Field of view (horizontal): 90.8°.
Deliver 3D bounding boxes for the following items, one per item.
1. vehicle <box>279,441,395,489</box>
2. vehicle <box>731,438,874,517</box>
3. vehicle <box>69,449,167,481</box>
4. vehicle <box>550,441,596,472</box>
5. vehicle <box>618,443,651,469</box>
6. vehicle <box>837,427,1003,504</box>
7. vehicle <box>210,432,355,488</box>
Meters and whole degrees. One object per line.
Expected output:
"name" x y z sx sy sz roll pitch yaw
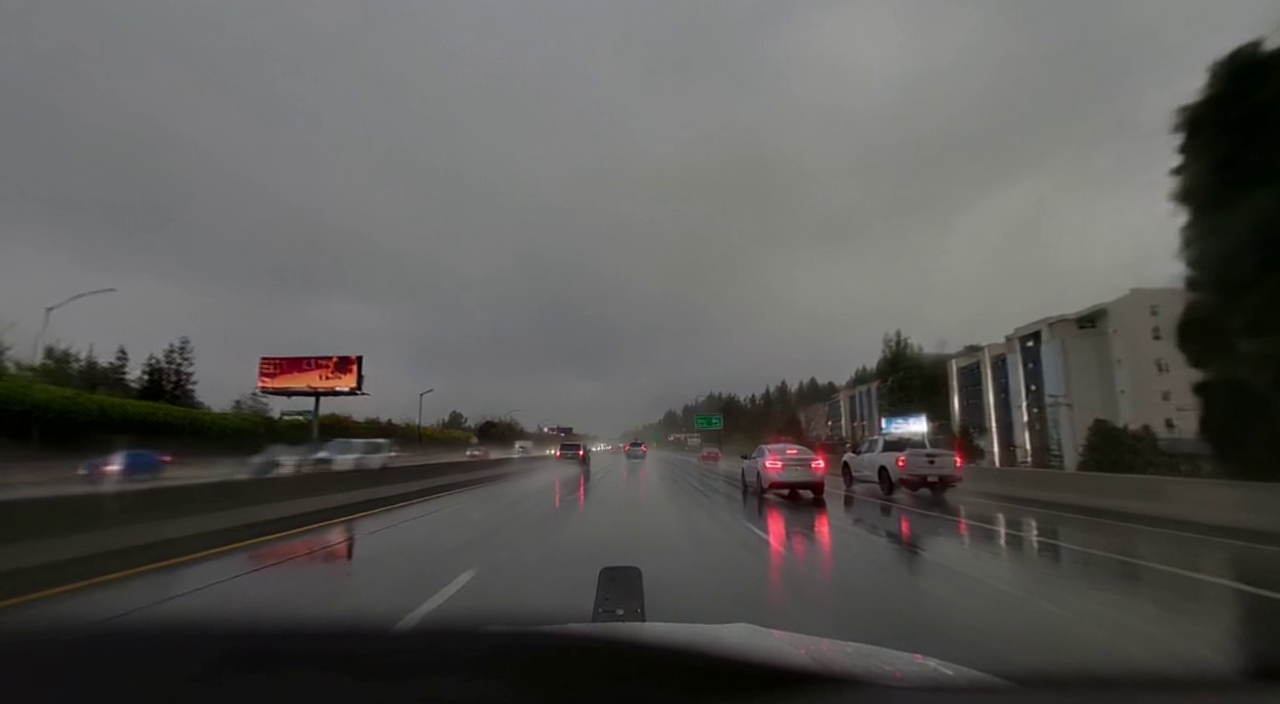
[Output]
"vehicle" -10.874 4.074 23.100 2.064 1.539 4.399 0 -9 0
"vehicle" 3.445 2.764 14.440 1.987 1.509 4.512 0 -9 -1
"vehicle" -31.775 6.860 38.685 1.957 1.790 4.792 0 -9 -2
"vehicle" -3.957 6.290 38.292 2.256 1.756 4.745 0 -9 0
"vehicle" -0.379 7.163 43.786 2.191 1.685 4.015 0 -9 0
"vehicle" 7.336 3.035 17.265 2.176 1.793 4.841 0 -9 -2
"vehicle" -14.585 4.456 26.390 2.503 2.021 6.039 0 -9 0
